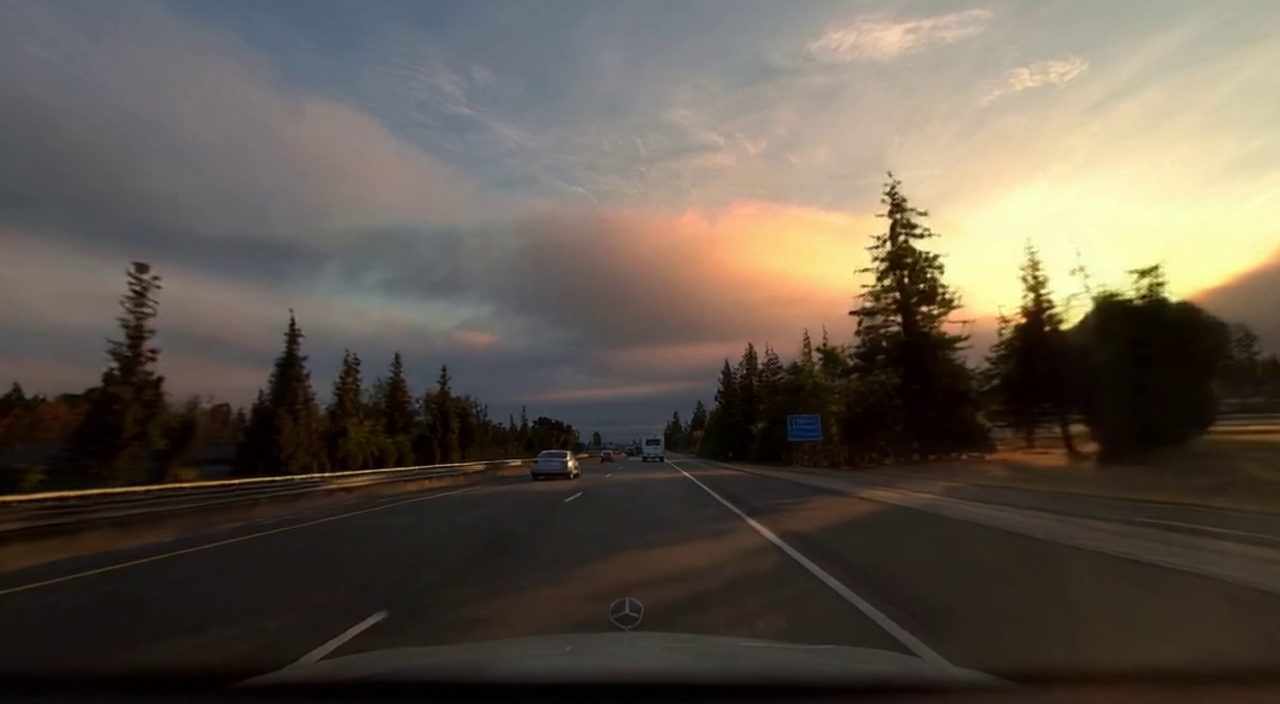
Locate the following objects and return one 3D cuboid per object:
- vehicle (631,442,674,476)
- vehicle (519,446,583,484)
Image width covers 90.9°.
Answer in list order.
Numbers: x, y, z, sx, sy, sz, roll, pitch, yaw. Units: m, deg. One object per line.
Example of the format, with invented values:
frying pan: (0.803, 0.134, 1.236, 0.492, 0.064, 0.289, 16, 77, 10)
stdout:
vehicle: (0.623, 5.782, 34.246, 2.172, 1.687, 3.929, 0, -9, 0)
vehicle: (-3.698, 4.790, 26.937, 1.998, 1.460, 4.422, 0, -9, 1)
